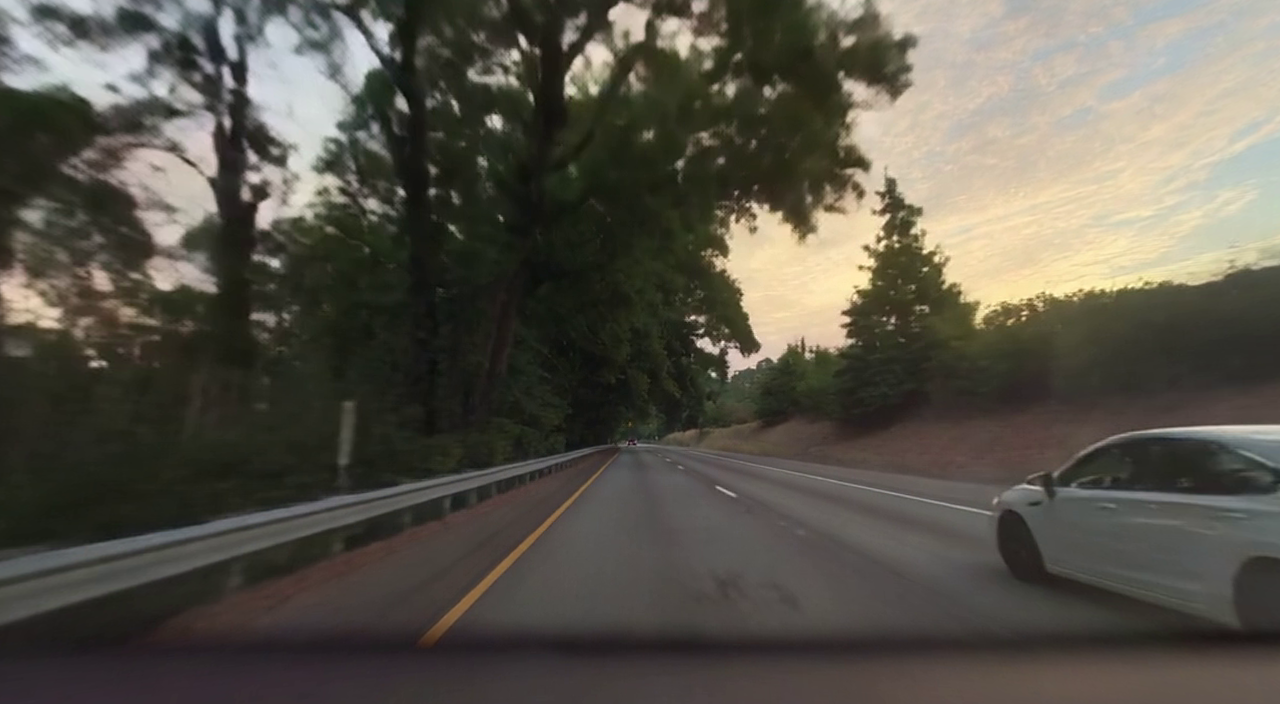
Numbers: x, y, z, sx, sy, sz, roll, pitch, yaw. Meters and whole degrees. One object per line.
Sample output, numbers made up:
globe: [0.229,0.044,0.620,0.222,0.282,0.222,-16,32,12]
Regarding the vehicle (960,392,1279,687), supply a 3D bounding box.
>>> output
vehicle: [4.276,1.077,4.021,1.905,1.525,4.719,0,-8,-1]
